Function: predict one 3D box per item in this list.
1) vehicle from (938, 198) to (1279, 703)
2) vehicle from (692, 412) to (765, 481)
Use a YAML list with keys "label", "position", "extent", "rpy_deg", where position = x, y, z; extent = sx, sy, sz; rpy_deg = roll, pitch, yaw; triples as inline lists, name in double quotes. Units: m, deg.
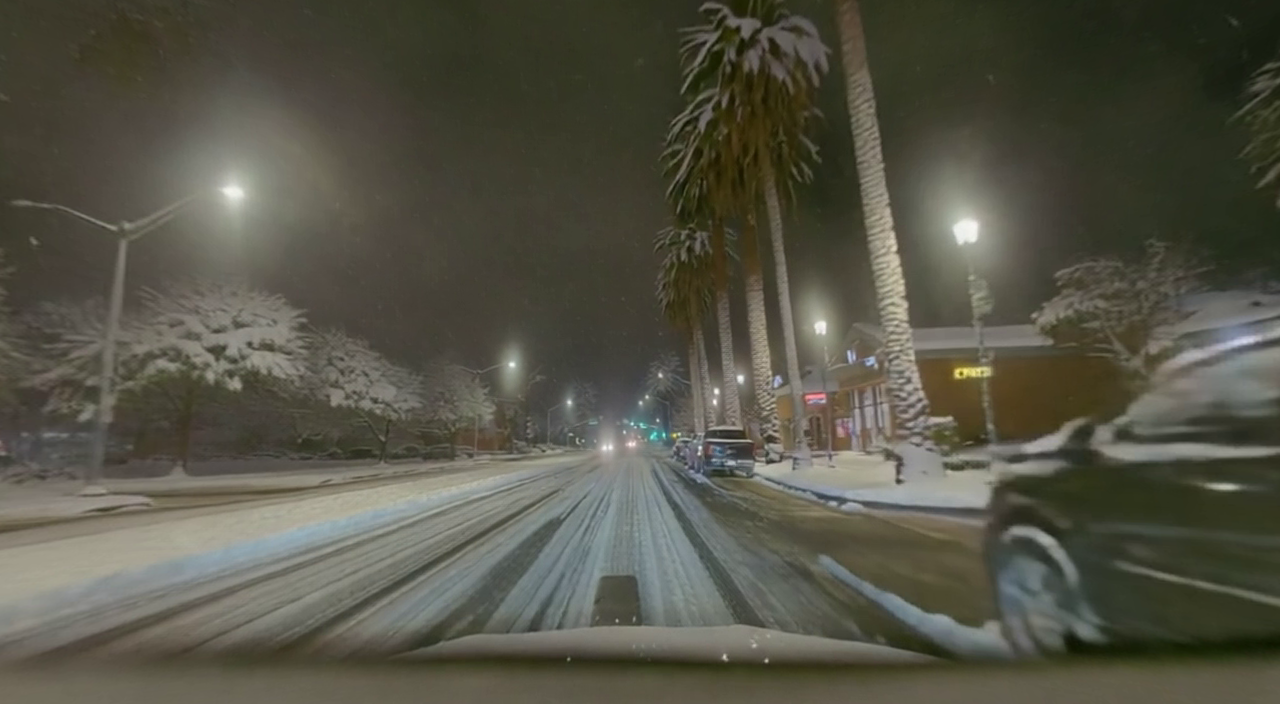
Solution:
- label: "vehicle"
  position: [3.448, 0.461, 1.413]
  extent: [2.557, 2.128, 6.242]
  rpy_deg: [1, -8, 0]
- label: "vehicle"
  position: [3.585, 3.983, 26.713]
  extent: [2.221, 2.552, 5.594]
  rpy_deg: [0, -8, -1]
